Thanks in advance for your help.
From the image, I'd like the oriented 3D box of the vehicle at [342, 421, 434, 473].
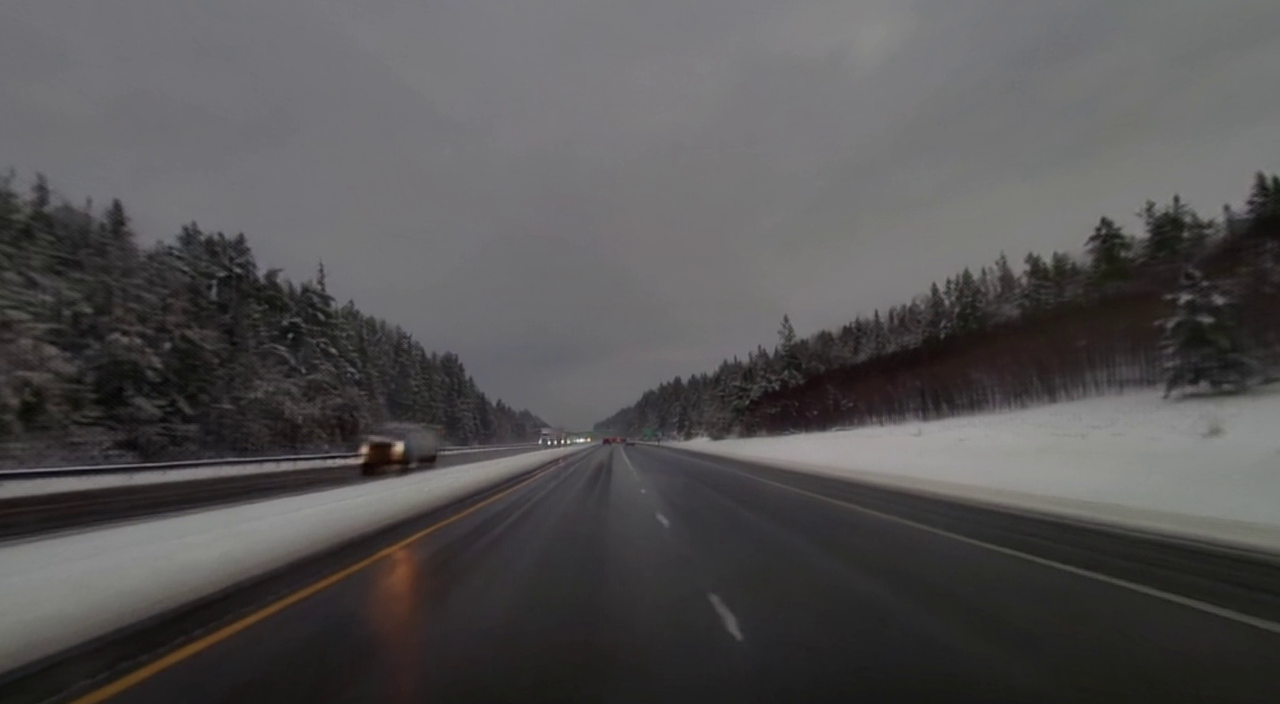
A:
[{"bbox_3d":[-12.469,4.745,31.710,2.301,2.310,5.930,0,-8,-1],"label":"vehicle"}]
